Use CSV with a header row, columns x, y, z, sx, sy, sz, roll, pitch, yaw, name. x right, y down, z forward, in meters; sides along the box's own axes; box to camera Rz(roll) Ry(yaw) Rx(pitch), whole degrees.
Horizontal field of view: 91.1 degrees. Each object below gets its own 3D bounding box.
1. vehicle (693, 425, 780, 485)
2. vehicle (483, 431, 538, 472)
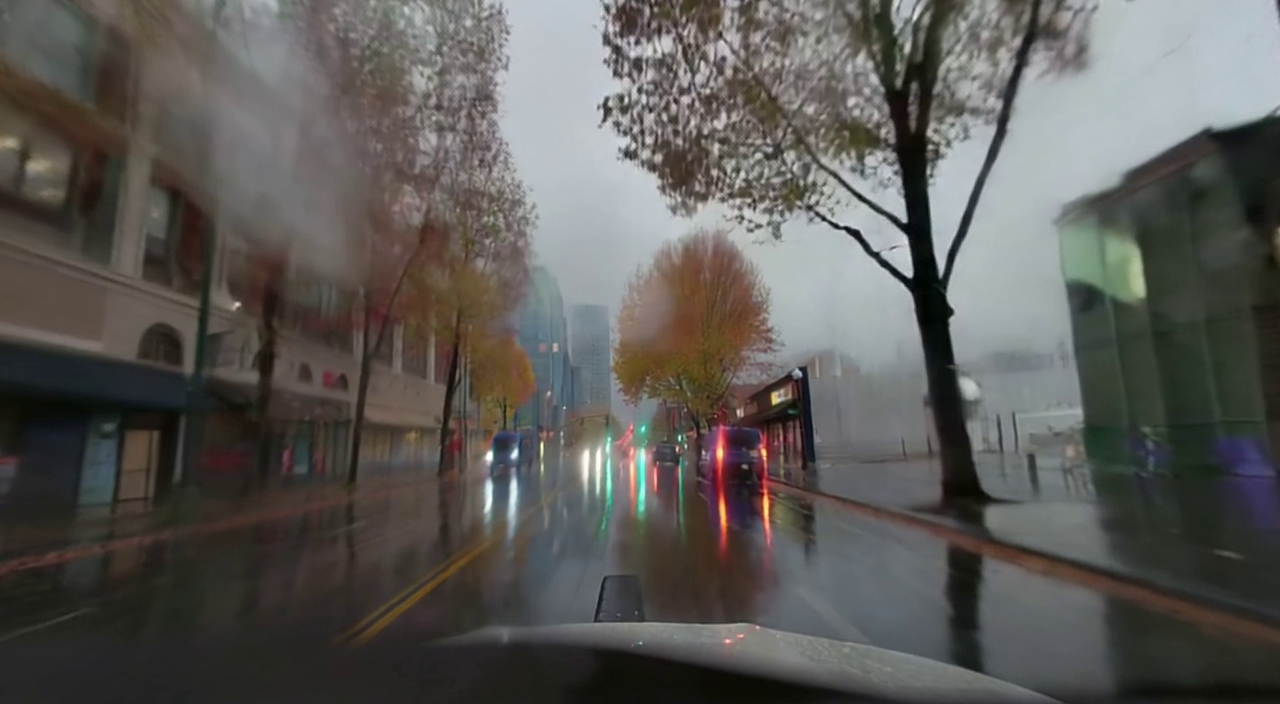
x,y,z,sx,sy,sz,roll,pitch,yaw,name
3.470,3.811,23.772,2.357,1.986,5.136,0,-8,-2,vehicle
-8.812,6.789,43.377,2.348,2.588,5.860,0,-8,1,vehicle
